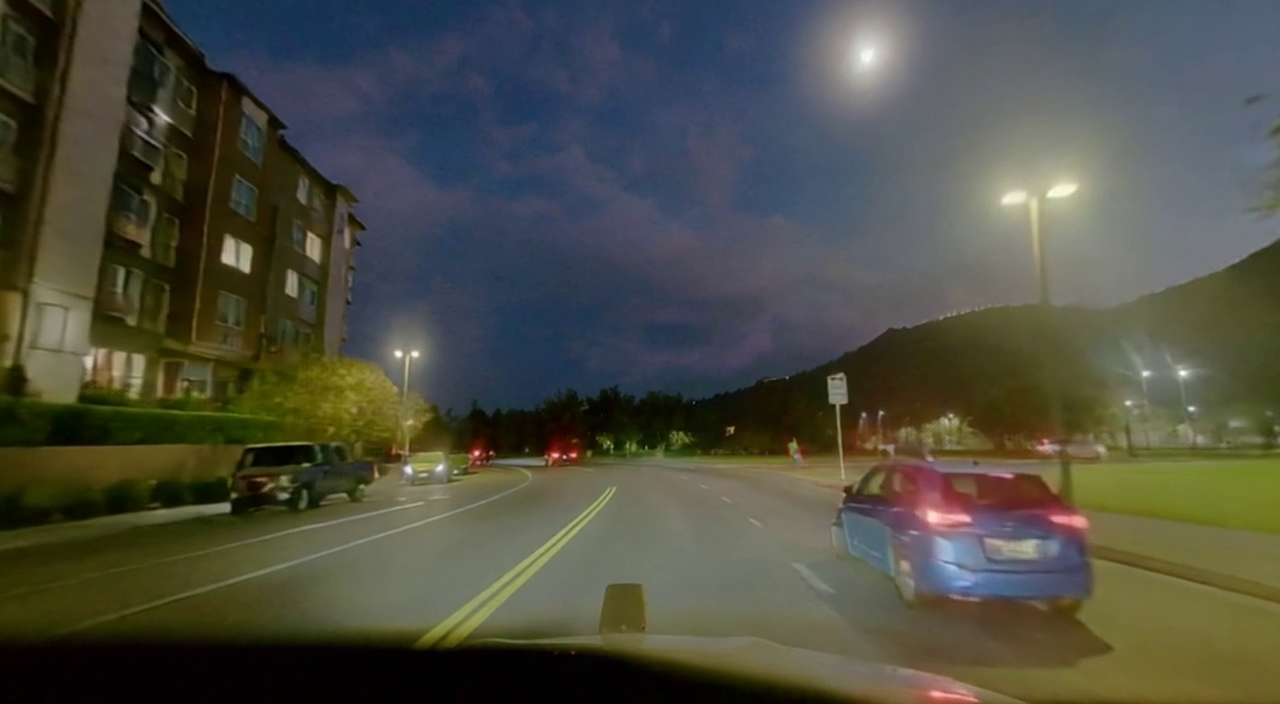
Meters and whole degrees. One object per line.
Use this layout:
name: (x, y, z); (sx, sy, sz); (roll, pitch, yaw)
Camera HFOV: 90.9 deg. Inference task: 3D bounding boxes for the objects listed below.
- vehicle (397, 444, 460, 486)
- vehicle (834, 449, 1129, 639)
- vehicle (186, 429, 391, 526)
vehicle: (-9.243, 4.941, 27.903); (1.994, 1.697, 4.436); (1, -9, -10)
vehicle: (2.961, 1.680, 6.061); (1.559, 1.351, 2.452); (1, -11, 4)
vehicle: (-8.625, 3.109, 16.149); (2.347, 1.846, 4.915); (-6, -9, 1)
